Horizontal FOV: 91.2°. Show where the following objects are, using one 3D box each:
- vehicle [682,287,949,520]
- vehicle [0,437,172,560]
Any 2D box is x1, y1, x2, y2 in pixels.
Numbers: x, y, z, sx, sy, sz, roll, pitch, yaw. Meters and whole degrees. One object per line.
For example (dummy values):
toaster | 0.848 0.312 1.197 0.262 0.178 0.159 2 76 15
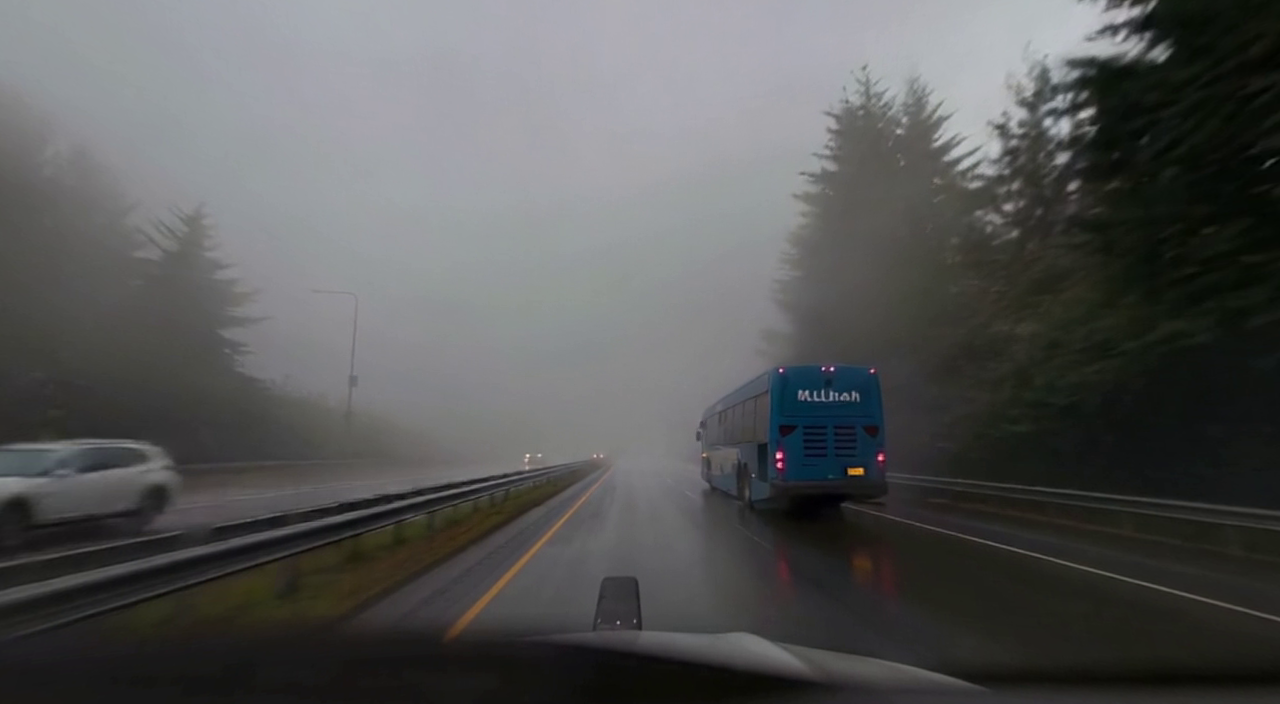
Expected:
vehicle | 3.497 1.909 18.047 3.277 4.084 14.213 0 -9 -1
vehicle | -8.890 1.912 8.417 2.100 1.499 3.954 0 -9 0
